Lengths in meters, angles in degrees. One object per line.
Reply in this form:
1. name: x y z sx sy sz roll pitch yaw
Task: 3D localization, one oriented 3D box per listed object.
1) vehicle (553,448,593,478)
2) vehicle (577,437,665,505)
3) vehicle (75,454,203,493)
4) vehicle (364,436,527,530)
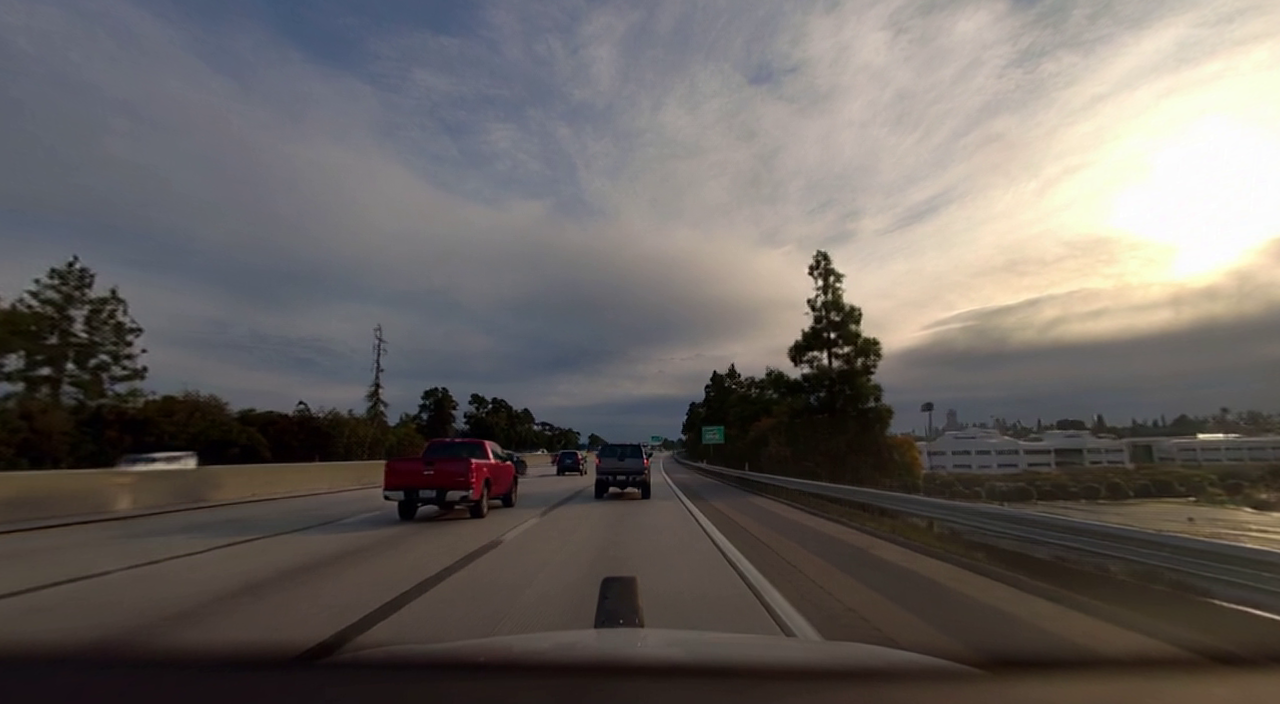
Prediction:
1. vehicle: -4.225 7.055 40.428 1.991 1.776 4.333 0 -8 2
2. vehicle: -0.470 3.429 18.680 2.293 1.753 4.380 0 -8 1
3. vehicle: -21.323 5.137 27.144 1.851 1.473 4.376 0 -9 1
4. vehicle: -4.048 2.798 14.276 2.038 1.704 5.181 0 -8 0
